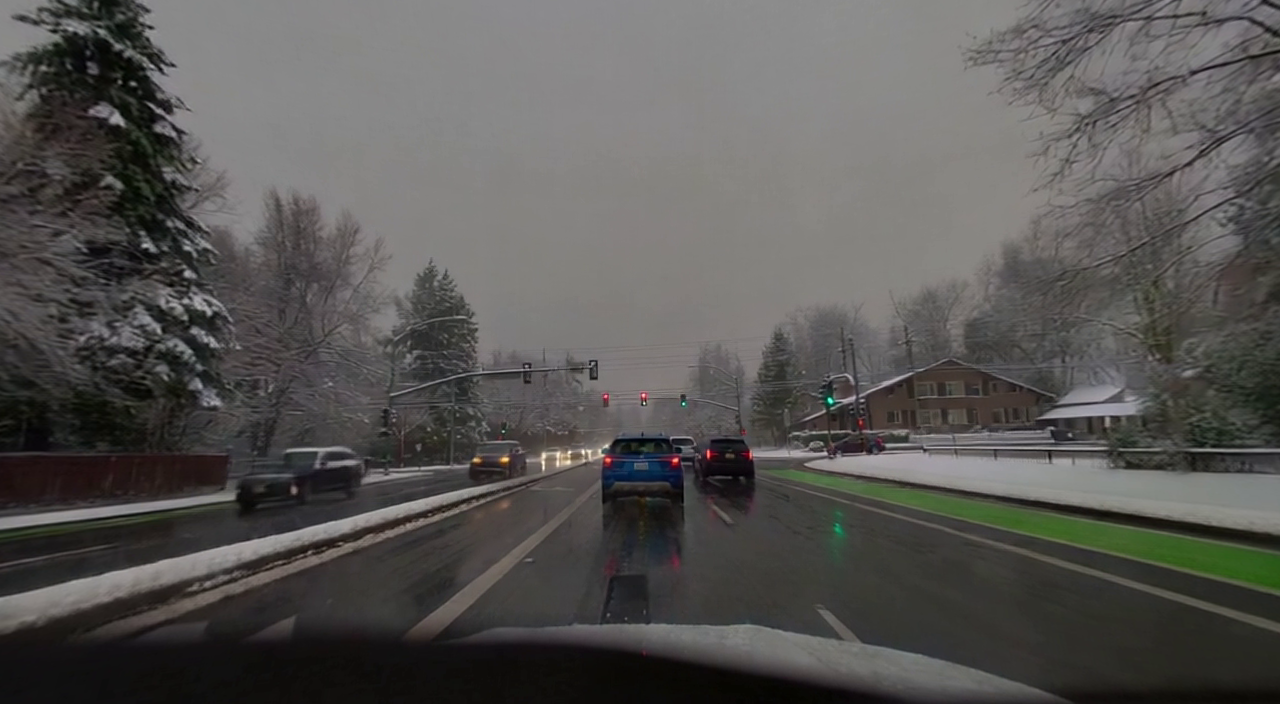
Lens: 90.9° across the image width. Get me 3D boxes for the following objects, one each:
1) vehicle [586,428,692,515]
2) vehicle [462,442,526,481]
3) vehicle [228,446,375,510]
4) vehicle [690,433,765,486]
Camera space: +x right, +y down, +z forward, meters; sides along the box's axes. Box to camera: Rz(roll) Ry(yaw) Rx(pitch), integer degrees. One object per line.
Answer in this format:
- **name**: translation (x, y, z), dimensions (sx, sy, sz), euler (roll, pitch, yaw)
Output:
- **vehicle**: translation (-0.012, 2.688, 14.652), dimensions (2.109, 1.730, 3.963), euler (0, -8, 0)
- **vehicle**: translation (-6.943, 5.237, 30.451), dimensions (2.005, 1.729, 4.293), euler (0, -8, 0)
- **vehicle**: translation (-9.947, 3.692, 19.023), dimensions (1.886, 1.666, 4.575), euler (0, -8, 0)
- **vehicle**: translation (3.231, 4.081, 24.249), dimensions (2.189, 1.815, 4.495), euler (0, -8, 0)
